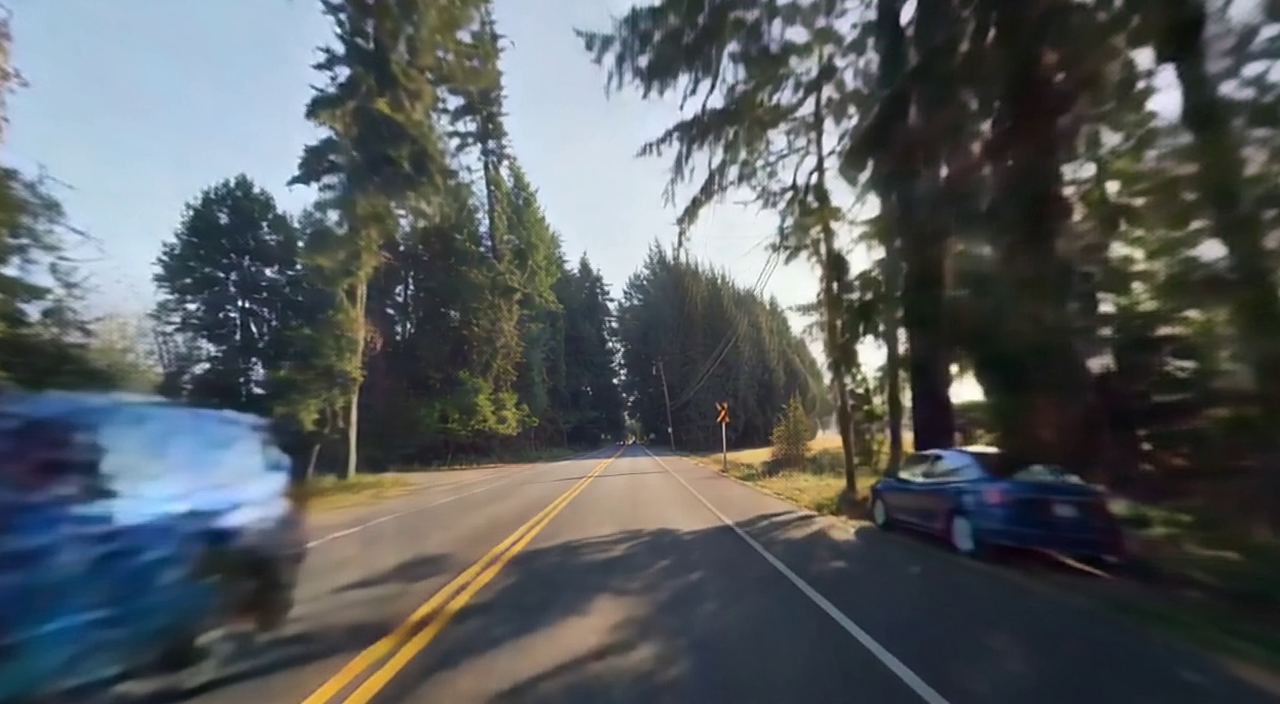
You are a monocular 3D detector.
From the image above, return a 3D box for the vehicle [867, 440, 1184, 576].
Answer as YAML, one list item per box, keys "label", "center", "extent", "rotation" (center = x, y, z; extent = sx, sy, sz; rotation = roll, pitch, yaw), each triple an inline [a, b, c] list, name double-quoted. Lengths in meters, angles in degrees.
- label: "vehicle"
  center: [5.036, 2.047, 9.162]
  extent: [1.905, 1.482, 4.240]
  rotation: [0, -9, 0]

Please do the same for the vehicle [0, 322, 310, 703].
- label: "vehicle"
  center: [-3.231, 0.733, 1.957]
  extent: [2.023, 1.722, 4.372]
  rotation: [0, -8, 0]
